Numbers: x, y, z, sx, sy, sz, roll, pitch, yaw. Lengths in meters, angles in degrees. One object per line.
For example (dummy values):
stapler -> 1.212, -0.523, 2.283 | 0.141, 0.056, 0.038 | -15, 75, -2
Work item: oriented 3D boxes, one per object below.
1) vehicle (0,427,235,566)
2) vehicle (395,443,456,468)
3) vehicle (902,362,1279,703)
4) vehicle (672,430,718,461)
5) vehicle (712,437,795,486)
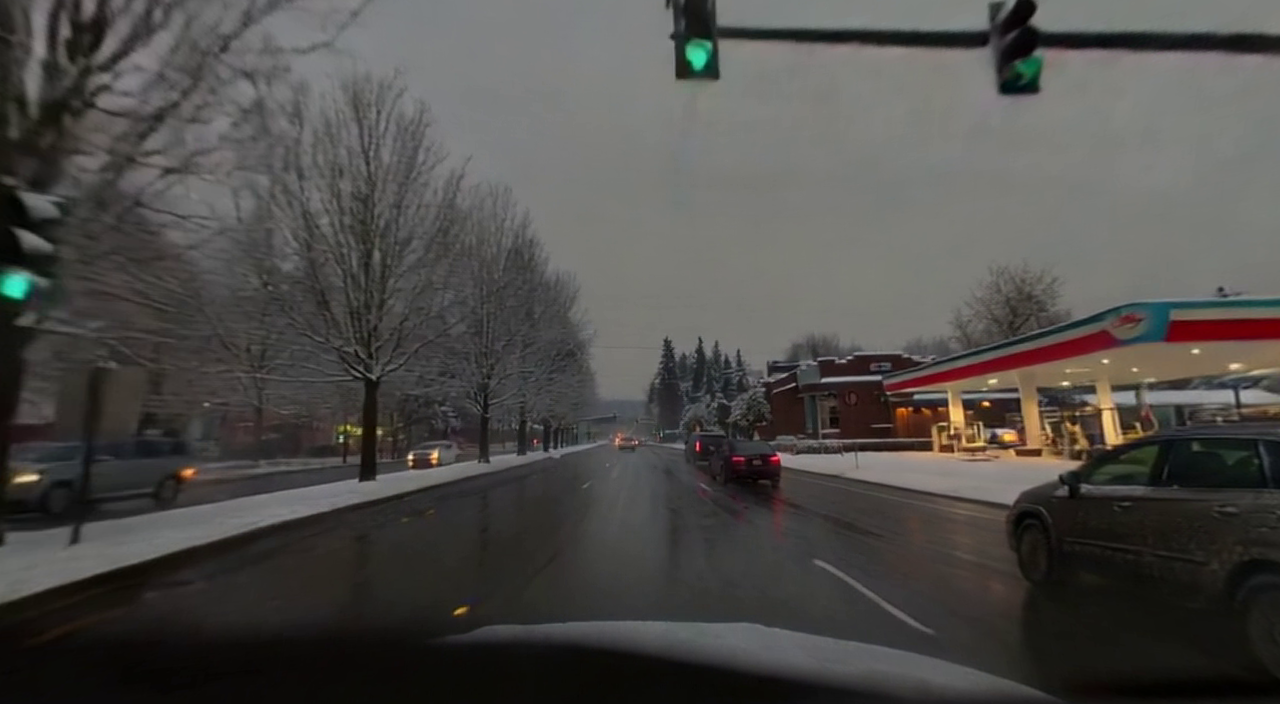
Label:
vehicle -> -8.317, 1.790, 8.228 | 2.842, 1.476, 4.980 | -3, -7, -1
vehicle -> -14.190, 6.843, 42.098 | 2.031, 1.539, 5.646 | 0, -8, 0
vehicle -> 3.775, 1.089, 4.225 | 1.875, 1.665, 4.931 | 0, -8, 0
vehicle -> 3.709, 6.441, 43.527 | 2.611, 1.983, 5.165 | 0, -8, -1
vehicle -> 3.623, 3.564, 20.875 | 1.871, 1.442, 4.122 | 0, -8, -1
